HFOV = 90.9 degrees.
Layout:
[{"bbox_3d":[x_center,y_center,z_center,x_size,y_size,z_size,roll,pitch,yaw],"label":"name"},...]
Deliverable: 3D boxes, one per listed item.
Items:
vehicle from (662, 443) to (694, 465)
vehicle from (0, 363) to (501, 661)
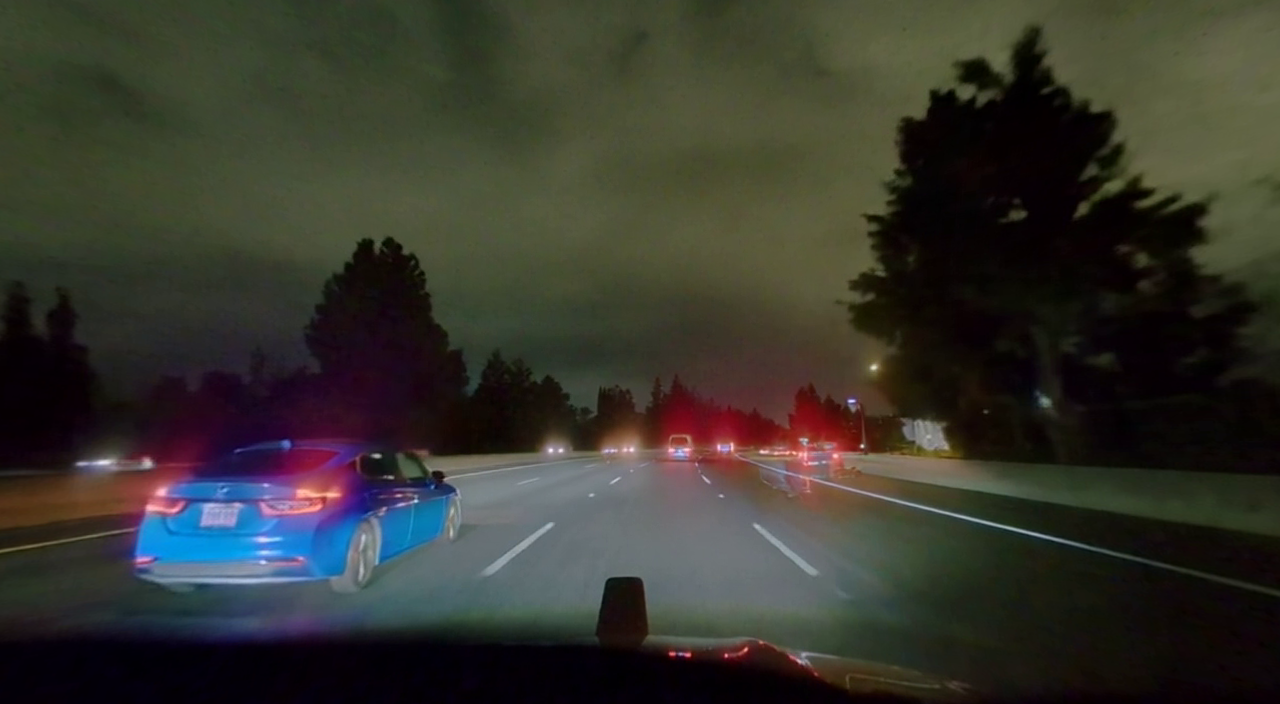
[{"bbox_3d":[2.699,7.209,44.753,2.158,1.458,3.656,-1,-9,4],"label":"vehicle"},{"bbox_3d":[-3.090,1.336,6.368,2.185,1.823,4.854,0,-9,1],"label":"vehicle"}]
